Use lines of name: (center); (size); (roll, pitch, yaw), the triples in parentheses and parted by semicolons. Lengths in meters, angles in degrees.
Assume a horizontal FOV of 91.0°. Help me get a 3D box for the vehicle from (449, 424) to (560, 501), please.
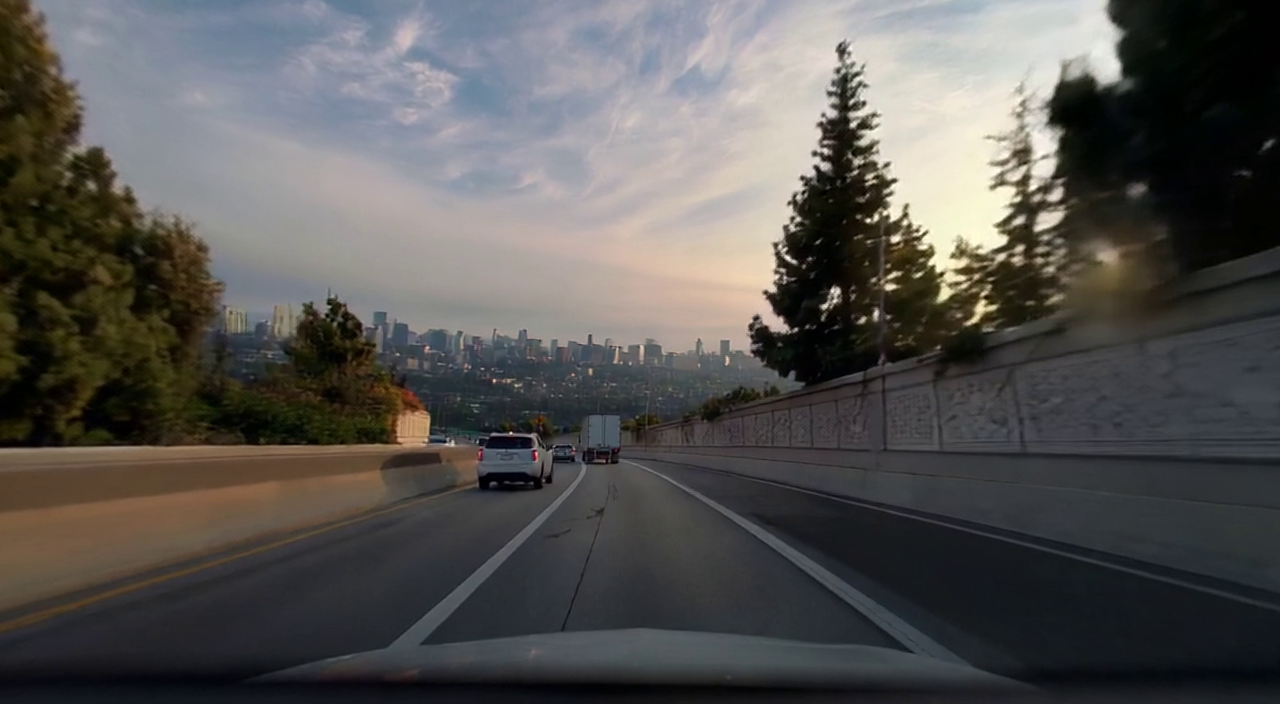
vehicle: (-3.409, 2.877, 16.746); (2.041, 1.734, 4.391); (1, -9, -1)
